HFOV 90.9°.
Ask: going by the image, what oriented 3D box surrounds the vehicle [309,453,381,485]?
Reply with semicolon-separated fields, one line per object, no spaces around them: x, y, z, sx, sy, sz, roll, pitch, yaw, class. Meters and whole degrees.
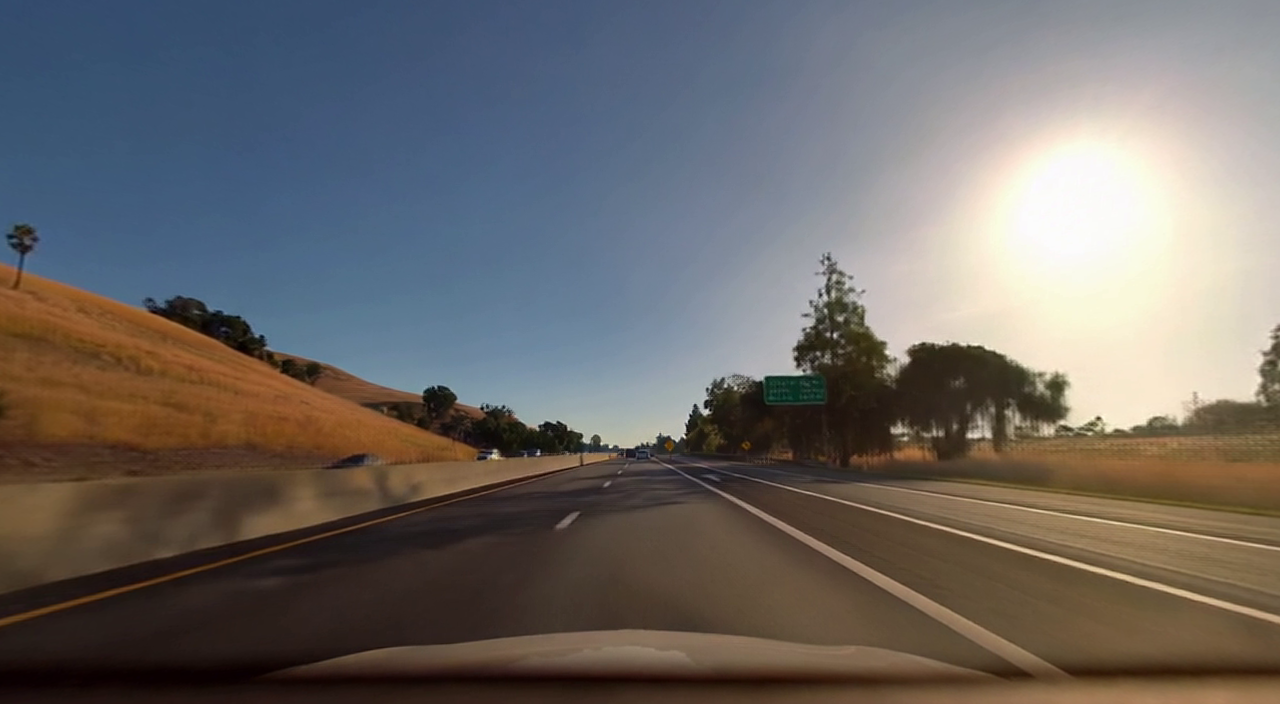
-15.705;6.244;33.813;1.819;1.560;4.040;0;-9;1;vehicle
